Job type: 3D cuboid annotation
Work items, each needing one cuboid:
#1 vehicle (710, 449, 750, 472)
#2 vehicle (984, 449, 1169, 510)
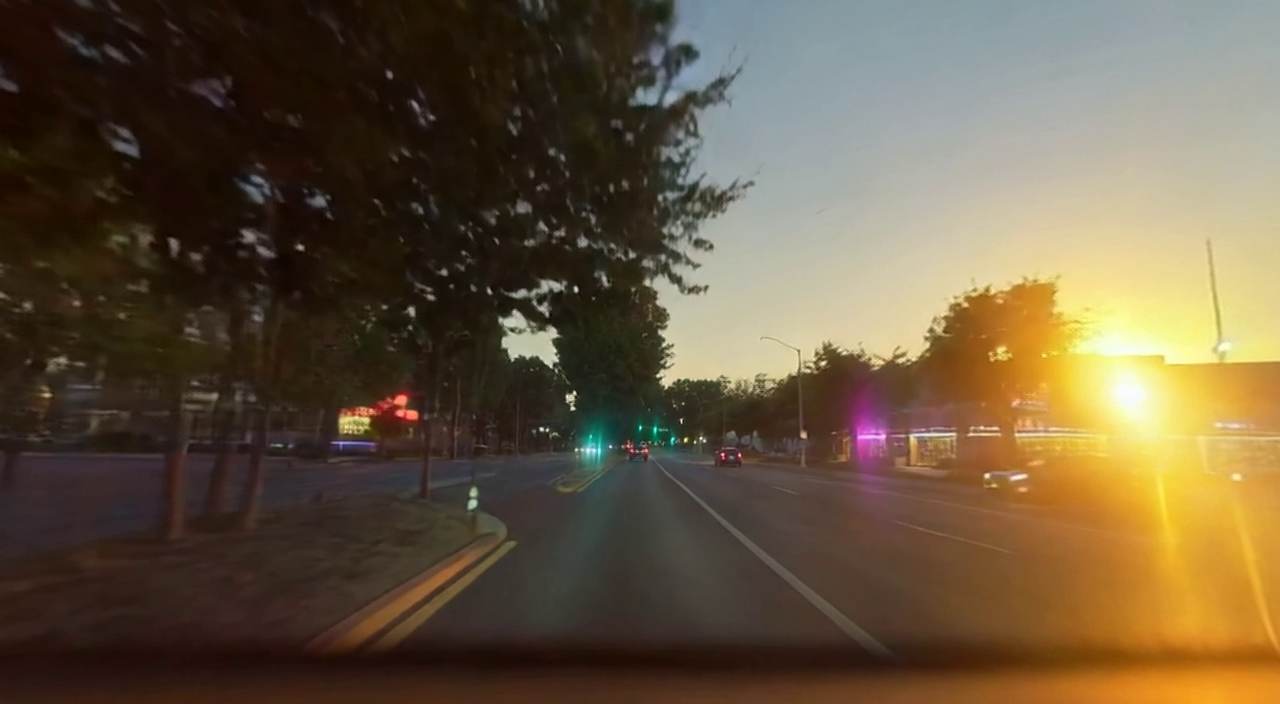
[{"bbox_3d":[6.295,7.622,44.579,2.024,1.475,4.600,1,-9,-2],"label":"vehicle"},{"bbox_3d":[13.482,3.945,19.730,4.281,1.719,1.983,1,-9,0],"label":"vehicle"}]
